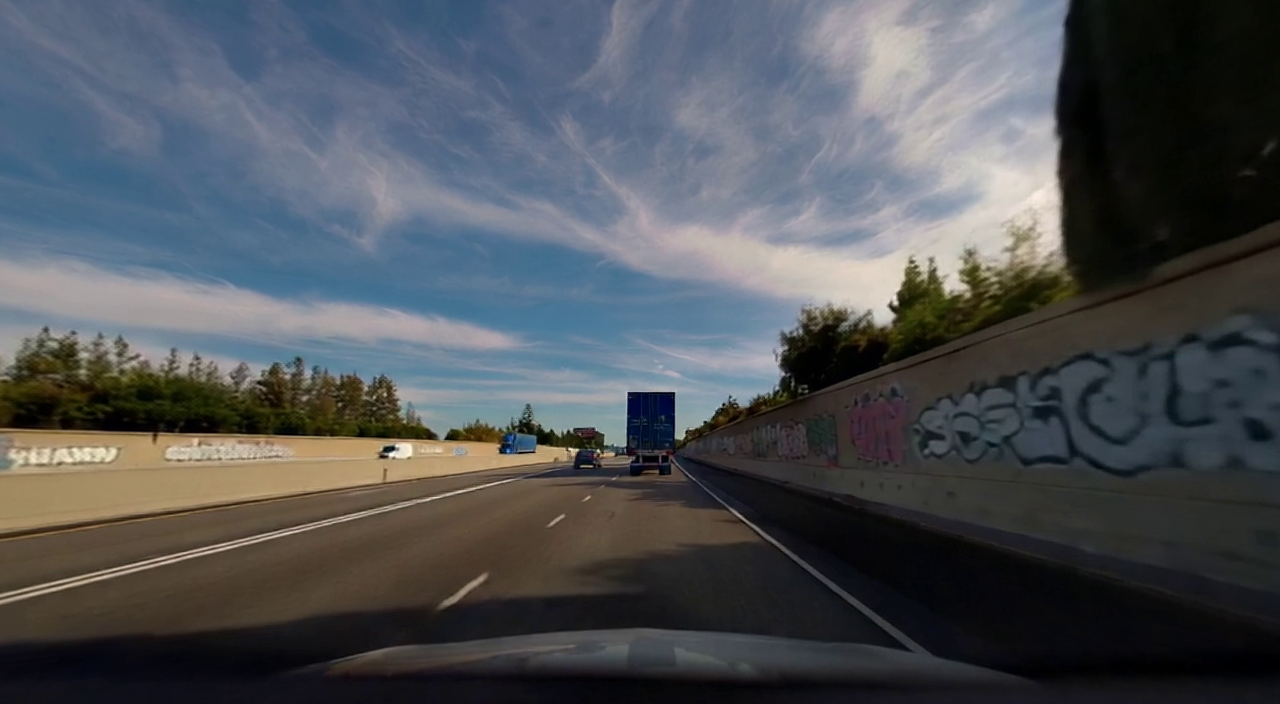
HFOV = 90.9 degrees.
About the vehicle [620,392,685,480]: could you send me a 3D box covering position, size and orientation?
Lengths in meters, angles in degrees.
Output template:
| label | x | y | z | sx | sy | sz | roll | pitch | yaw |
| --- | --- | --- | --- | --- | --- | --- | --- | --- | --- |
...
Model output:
| label | x | y | z | sx | sy | sz | roll | pitch | yaw |
| --- | --- | --- | --- | --- | --- | --- | --- | --- | --- |
| vehicle | 0.631 | 4.732 | 34.716 | 2.997 | 4.069 | 10.871 | 0 | -9 | 0 |
